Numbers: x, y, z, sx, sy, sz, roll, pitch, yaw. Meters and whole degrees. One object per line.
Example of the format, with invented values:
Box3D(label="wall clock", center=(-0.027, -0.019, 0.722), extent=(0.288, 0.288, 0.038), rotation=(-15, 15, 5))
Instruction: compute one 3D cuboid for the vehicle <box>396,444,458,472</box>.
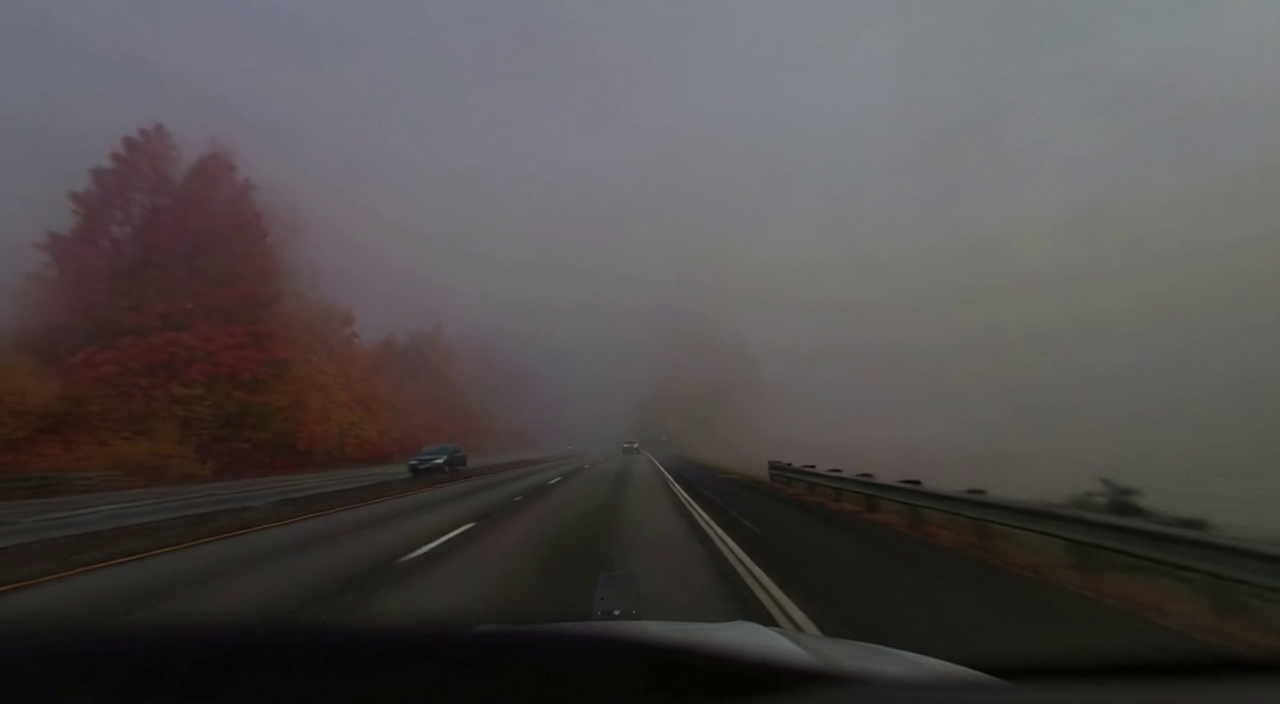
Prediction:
Box3D(label="vehicle", center=(-12.374, 6.165, 36.843), extent=(2.073, 1.486, 4.290), rotation=(-1, -8, 1))
